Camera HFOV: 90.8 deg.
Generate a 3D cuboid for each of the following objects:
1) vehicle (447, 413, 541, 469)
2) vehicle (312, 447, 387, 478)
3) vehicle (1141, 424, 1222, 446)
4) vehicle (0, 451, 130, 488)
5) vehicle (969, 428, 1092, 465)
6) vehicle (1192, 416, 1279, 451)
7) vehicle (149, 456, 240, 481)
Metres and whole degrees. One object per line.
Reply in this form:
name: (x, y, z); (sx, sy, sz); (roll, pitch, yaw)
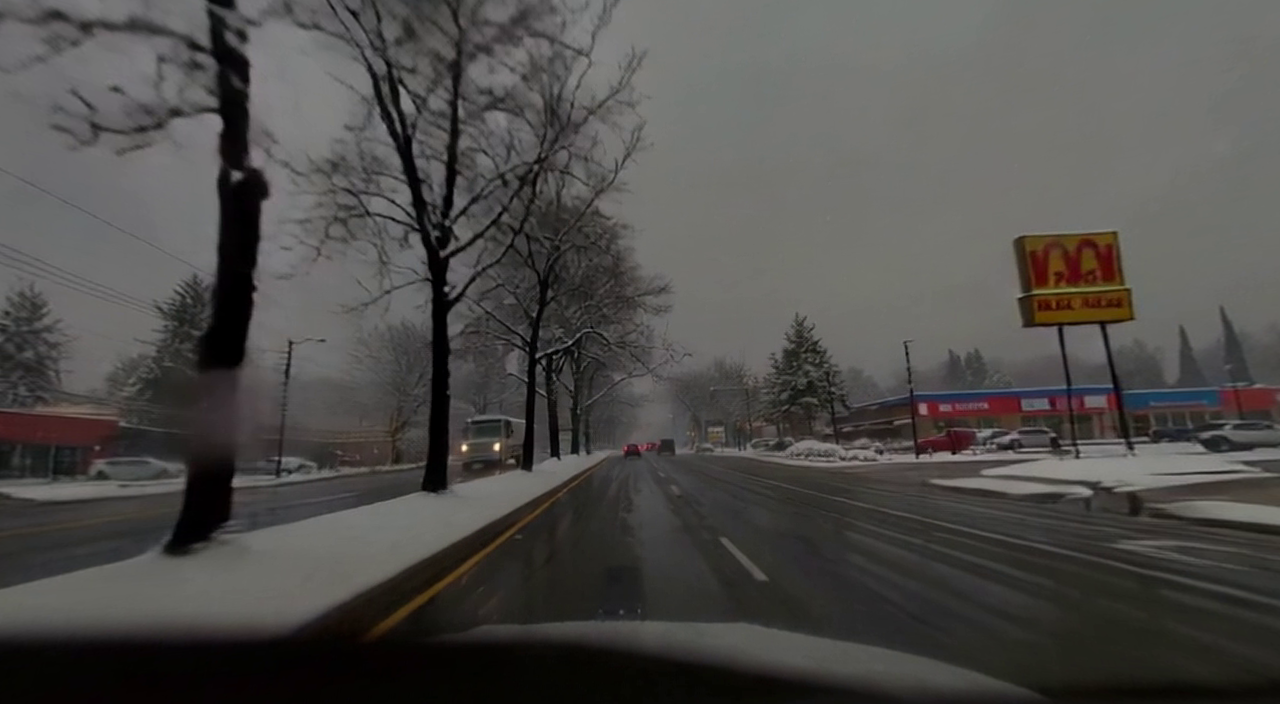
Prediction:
vehicle: (-9.210, 5.944, 41.853); (3.241, 3.133, 12.822); (0, -8, 0)
vehicle: (-17.107, 6.502, 37.505); (2.091, 1.656, 4.626); (-1, -8, 3)
vehicle: (41.360, 6.420, 48.389); (2.066, 1.575, 4.483); (0, -8, -2)
vehicle: (-28.583, 5.754, 31.106); (4.886, 1.698, 2.224); (0, -8, -3)
vehicle: (17.681, 4.336, 28.774); (4.264, 1.428, 1.822); (-3, -10, 5)
vehicle: (32.995, 4.402, 33.872); (2.083, 1.716, 5.134); (0, -8, 0)
vehicle: (-27.807, 7.252, 39.509); (4.176, 1.440, 1.931); (0, -8, 1)
